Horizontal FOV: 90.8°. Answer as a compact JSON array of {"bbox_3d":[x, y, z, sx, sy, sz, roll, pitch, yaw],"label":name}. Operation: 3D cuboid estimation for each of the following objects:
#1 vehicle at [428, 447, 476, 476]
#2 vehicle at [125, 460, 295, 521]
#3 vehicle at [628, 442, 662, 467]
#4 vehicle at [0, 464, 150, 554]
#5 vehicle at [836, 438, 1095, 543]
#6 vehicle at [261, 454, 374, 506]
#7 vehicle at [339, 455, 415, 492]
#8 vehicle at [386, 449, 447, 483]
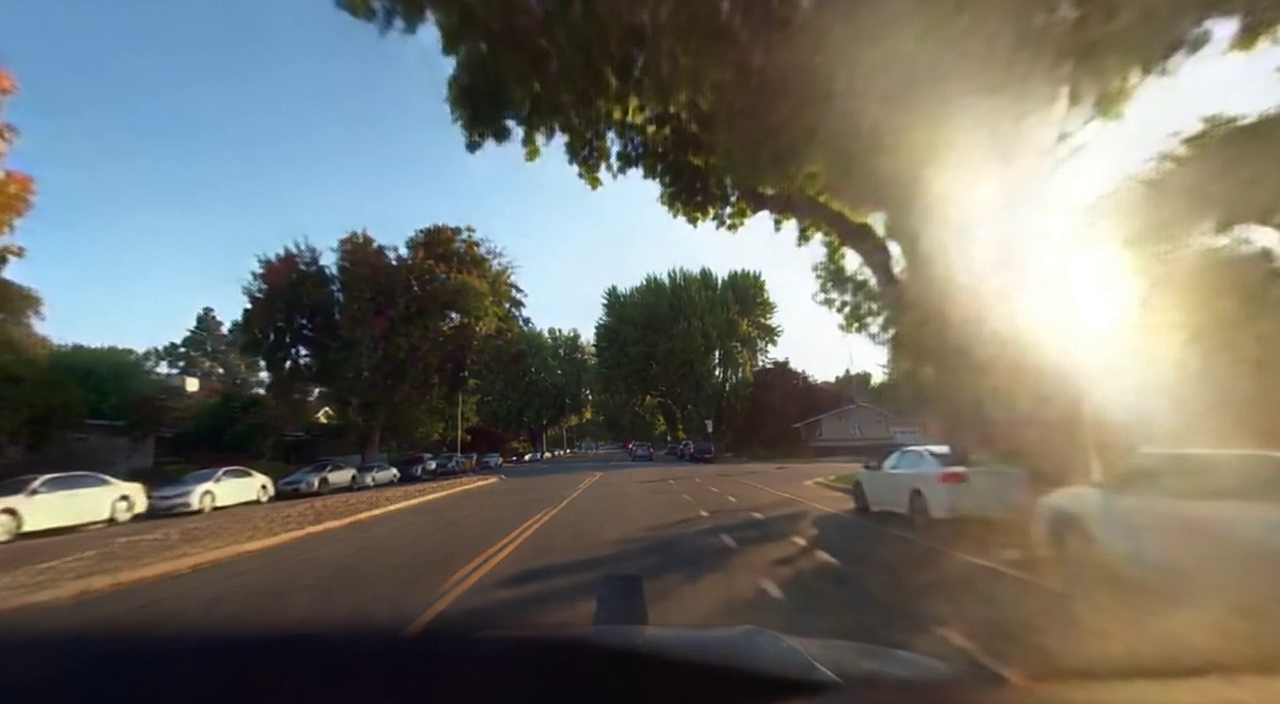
[{"bbox_3d":[-12.531,7.304,42.441,1.904,1.805,5.100,0,-9,-3],"label":"vehicle"},{"bbox_3d":[-12.401,3.981,18.689,1.916,1.463,4.564,0,-9,-2],"label":"vehicle"},{"bbox_3d":[0.285,6.393,39.639,2.022,1.471,3.973,0,-9,-1],"label":"vehicle"},{"bbox_3d":[-12.498,3.098,12.775,1.877,1.505,4.125,0,-9,-1],"label":"vehicle"},{"bbox_3d":[5.263,2.279,11.172,1.978,1.438,4.716,0,-9,-1],"label":"vehicle"},{"bbox_3d":[-12.242,4.849,24.423,1.905,1.503,5.015,-4,-7,-2],"label":"vehicle"},{"bbox_3d":[-12.469,5.752,30.213,1.810,1.399,4.285,-4,-9,0],"label":"vehicle"},{"bbox_3d":[-12.642,6.449,36.025,1.938,1.738,4.516,0,-9,-1],"label":"vehicle"}]
